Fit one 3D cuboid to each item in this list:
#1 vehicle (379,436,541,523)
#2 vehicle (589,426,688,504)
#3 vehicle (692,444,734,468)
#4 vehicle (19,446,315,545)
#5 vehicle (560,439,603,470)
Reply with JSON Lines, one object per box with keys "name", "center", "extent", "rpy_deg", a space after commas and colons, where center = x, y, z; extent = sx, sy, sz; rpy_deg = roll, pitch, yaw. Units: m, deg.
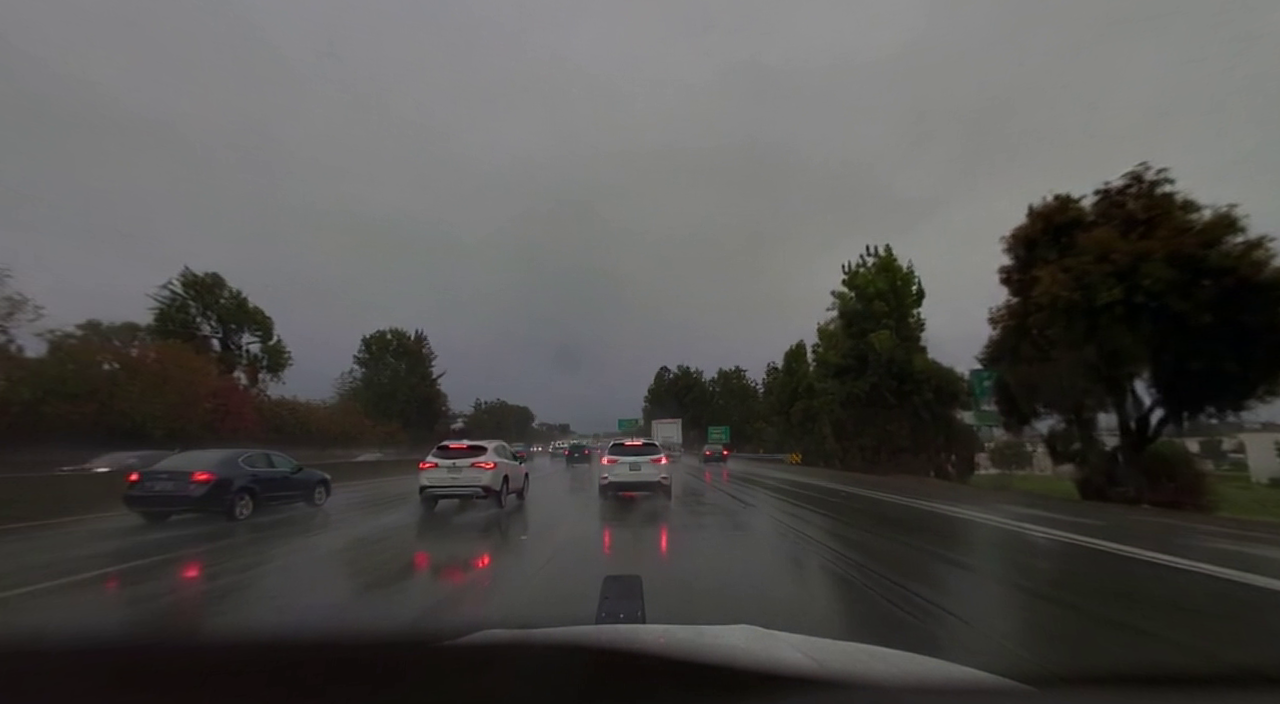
{"name": "vehicle", "center": [-3.486, 2.543, 13.168], "extent": [2.011, 1.498, 4.341], "rpy_deg": [0, -9, 1]}
{"name": "vehicle", "center": [-0.027, 2.855, 16.237], "extent": [2.223, 1.722, 4.177], "rpy_deg": [0, -9, 0]}
{"name": "vehicle", "center": [4.586, 6.637, 40.403], "extent": [2.006, 1.474, 4.669], "rpy_deg": [0, -9, -2]}
{"name": "vehicle", "center": [-7.792, 2.350, 11.034], "extent": [1.948, 1.391, 4.111], "rpy_deg": [0, -9, 1]}
{"name": "vehicle", "center": [-3.497, 6.223, 38.431], "extent": [2.142, 1.808, 4.266], "rpy_deg": [0, -9, 1]}
